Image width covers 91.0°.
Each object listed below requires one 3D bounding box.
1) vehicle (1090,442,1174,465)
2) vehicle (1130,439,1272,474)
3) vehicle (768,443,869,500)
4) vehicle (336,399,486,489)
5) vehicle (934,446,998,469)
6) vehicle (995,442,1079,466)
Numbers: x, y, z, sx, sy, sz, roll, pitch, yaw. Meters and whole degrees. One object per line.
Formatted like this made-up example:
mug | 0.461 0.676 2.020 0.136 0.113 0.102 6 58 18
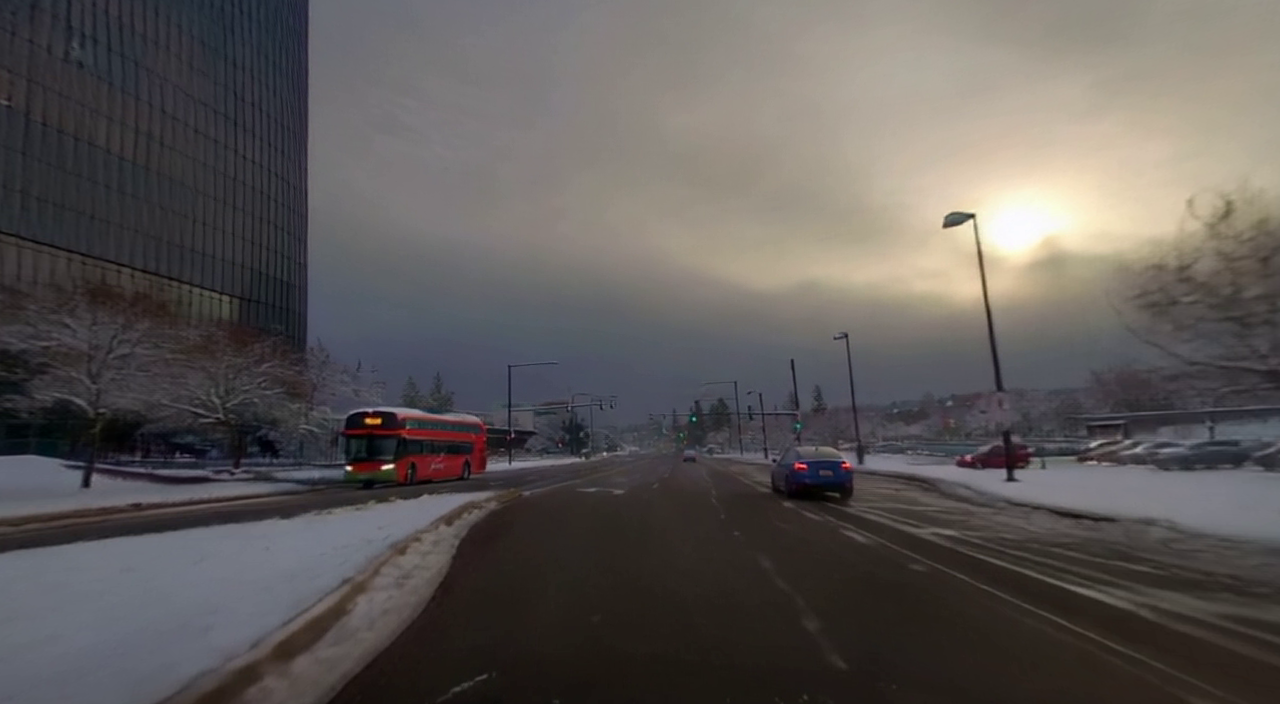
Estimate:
vehicle | 38.600 7.996 49.502 4.638 1.678 2.196 -1 -9 2
vehicle | 24.546 4.610 27.680 4.201 1.441 1.970 -1 -9 4
vehicle | 5.205 3.559 18.989 1.993 1.501 4.127 -1 -9 2
vehicle | -13.005 5.642 38.034 3.110 4.418 13.688 -1 -9 4
vehicle | 24.887 8.080 48.169 3.824 1.453 1.894 -3 -8 1
vehicle | 25.224 6.517 40.118 3.983 1.479 1.857 -2 -9 9
